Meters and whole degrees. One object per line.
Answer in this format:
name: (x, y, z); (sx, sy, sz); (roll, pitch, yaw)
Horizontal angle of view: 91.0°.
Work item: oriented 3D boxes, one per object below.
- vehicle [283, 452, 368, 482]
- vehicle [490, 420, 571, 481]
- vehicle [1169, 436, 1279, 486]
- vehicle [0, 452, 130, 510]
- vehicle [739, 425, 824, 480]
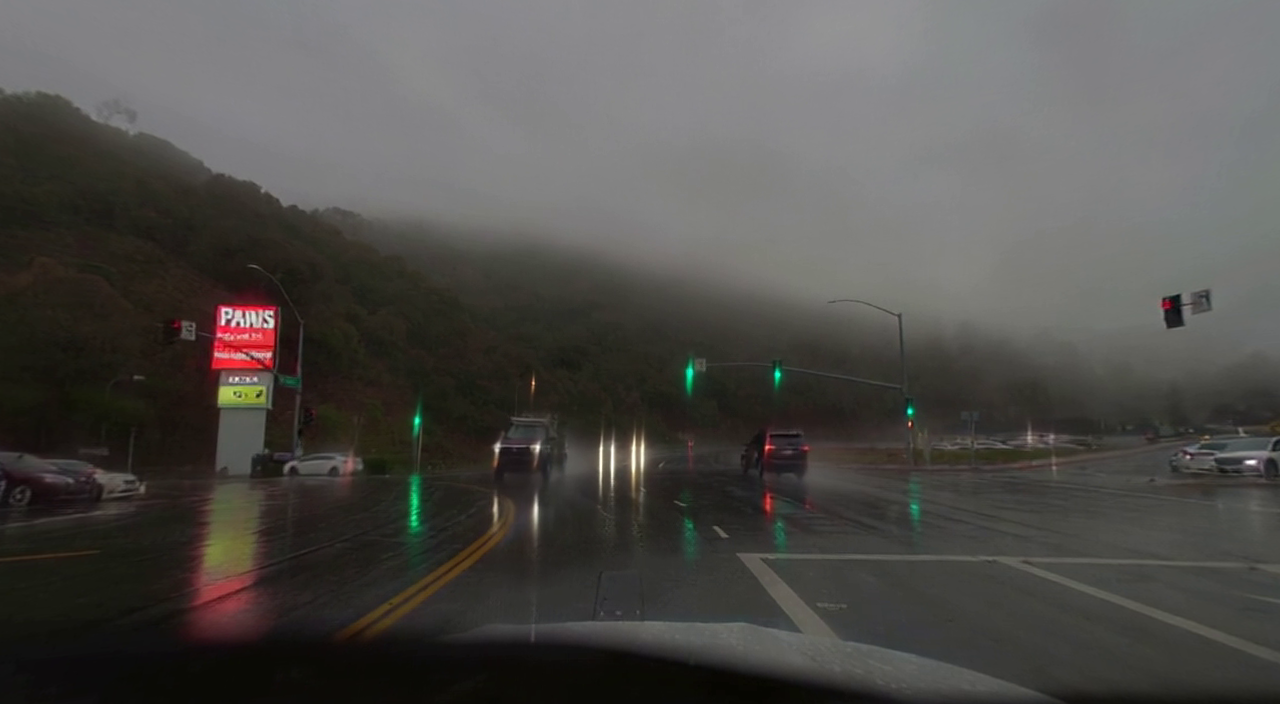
vehicle: (-19.008, 6.901, 38.054); (4.336, 1.706, 2.069); (5, -10, -30)
vehicle: (-4.549, 4.245, 27.309); (2.318, 2.325, 5.910); (0, -8, 1)
vehicle: (25.076, 4.463, 26.047); (4.546, 1.944, 2.051); (1, -9, -5)
vehicle: (-19.767, 4.162, 20.549); (4.440, 1.748, 2.033); (0, -9, 1)
vehicle: (6.170, 4.470, 28.171); (2.388, 2.201, 5.139); (0, -9, -3)
